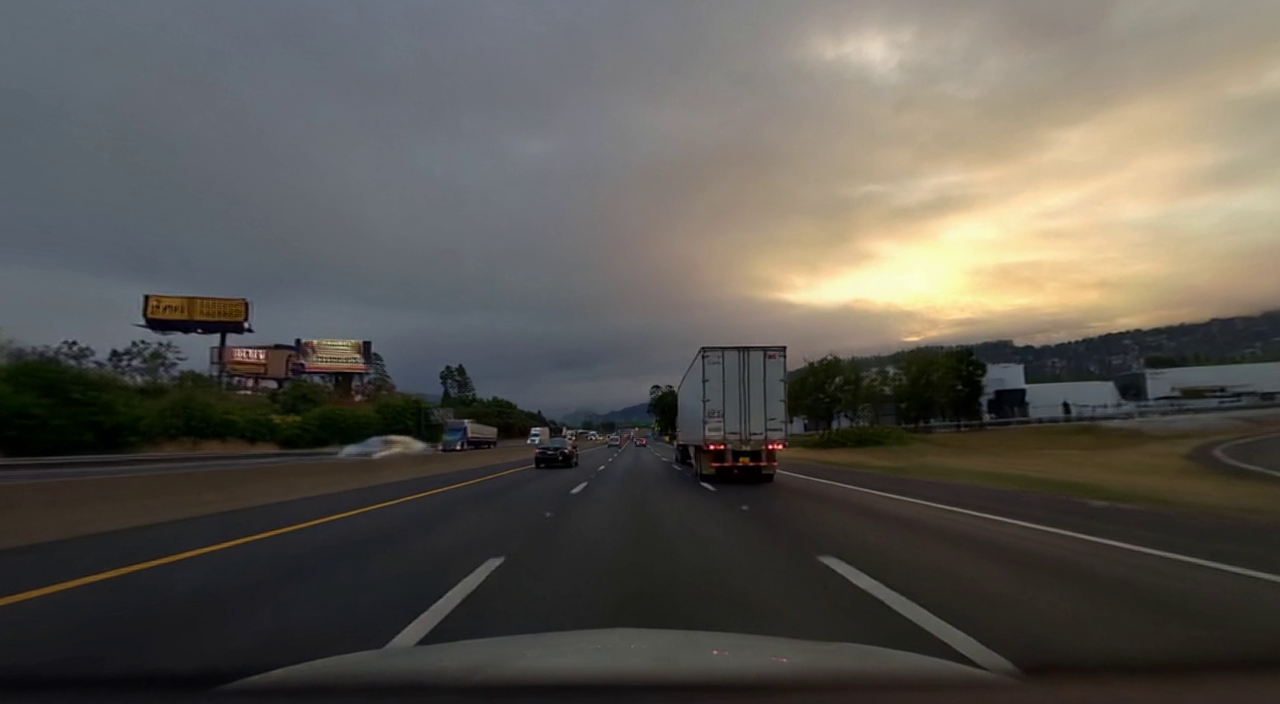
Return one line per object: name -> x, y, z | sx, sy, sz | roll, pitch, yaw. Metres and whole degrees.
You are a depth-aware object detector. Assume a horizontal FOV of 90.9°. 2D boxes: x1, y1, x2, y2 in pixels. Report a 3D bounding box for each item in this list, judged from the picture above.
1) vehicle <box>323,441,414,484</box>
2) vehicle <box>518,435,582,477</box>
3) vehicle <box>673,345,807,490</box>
vehicle -> -11.685, 4.732, 27.495 | 1.950, 1.675, 4.630 | 0, -8, -1
vehicle -> -3.395, 3.970, 24.441 | 1.930, 1.484, 3.849 | 0, -8, 0
vehicle -> 2.924, 2.464, 22.275 | 2.871, 3.815, 11.331 | 0, -8, 0
